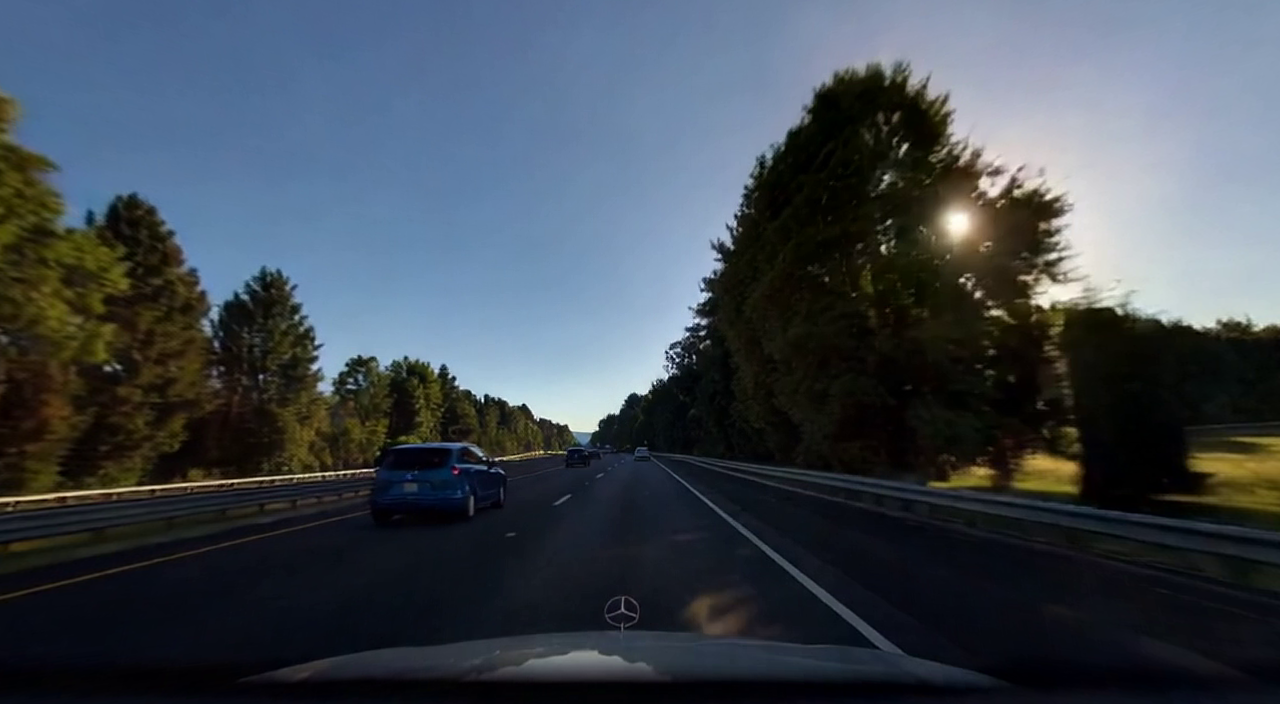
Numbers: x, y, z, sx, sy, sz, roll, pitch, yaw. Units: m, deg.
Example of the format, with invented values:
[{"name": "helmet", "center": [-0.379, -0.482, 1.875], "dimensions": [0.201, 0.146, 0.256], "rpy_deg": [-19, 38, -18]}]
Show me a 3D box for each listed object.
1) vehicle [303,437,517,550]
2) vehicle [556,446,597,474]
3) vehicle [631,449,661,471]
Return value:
[{"name": "vehicle", "center": [-3.573, 2.265, 10.826], "dimensions": [2.034, 1.520, 4.236], "rpy_deg": [0, -9, 1]}, {"name": "vehicle", "center": [-3.997, 6.872, 40.493], "dimensions": [2.100, 1.667, 4.223], "rpy_deg": [0, -9, 1]}, {"name": "vehicle", "center": [0.428, 7.897, 46.373], "dimensions": [2.046, 1.452, 4.407], "rpy_deg": [0, -9, 0]}]
